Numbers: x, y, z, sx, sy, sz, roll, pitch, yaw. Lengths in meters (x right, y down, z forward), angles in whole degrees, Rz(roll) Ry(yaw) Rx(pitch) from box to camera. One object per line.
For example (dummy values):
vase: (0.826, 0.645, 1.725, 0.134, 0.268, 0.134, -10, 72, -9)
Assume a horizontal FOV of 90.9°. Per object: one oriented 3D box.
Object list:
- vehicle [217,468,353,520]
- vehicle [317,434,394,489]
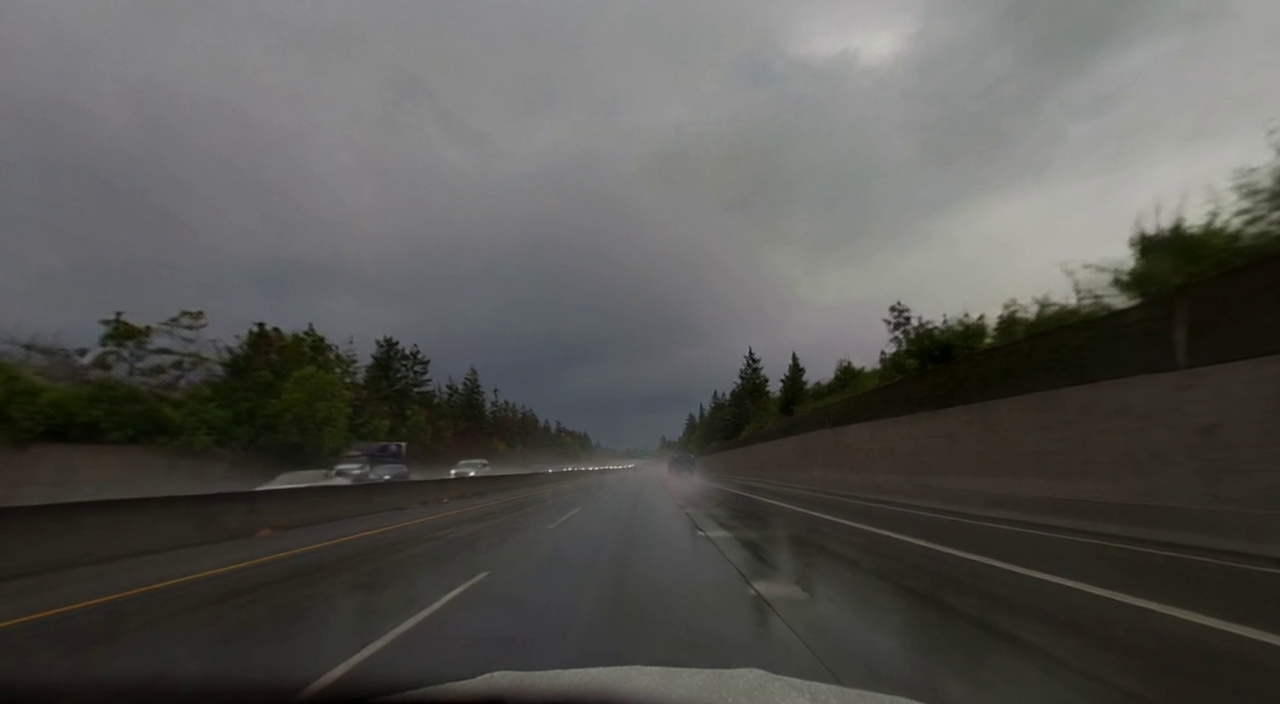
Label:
vehicle: (-10.889, 4.369, 19.715, 1.902, 1.395, 4.007, 1, -10, 0)
vehicle: (-21.540, 8.357, 48.047, 2.867, 3.883, 5.784, 1, -10, 1)
